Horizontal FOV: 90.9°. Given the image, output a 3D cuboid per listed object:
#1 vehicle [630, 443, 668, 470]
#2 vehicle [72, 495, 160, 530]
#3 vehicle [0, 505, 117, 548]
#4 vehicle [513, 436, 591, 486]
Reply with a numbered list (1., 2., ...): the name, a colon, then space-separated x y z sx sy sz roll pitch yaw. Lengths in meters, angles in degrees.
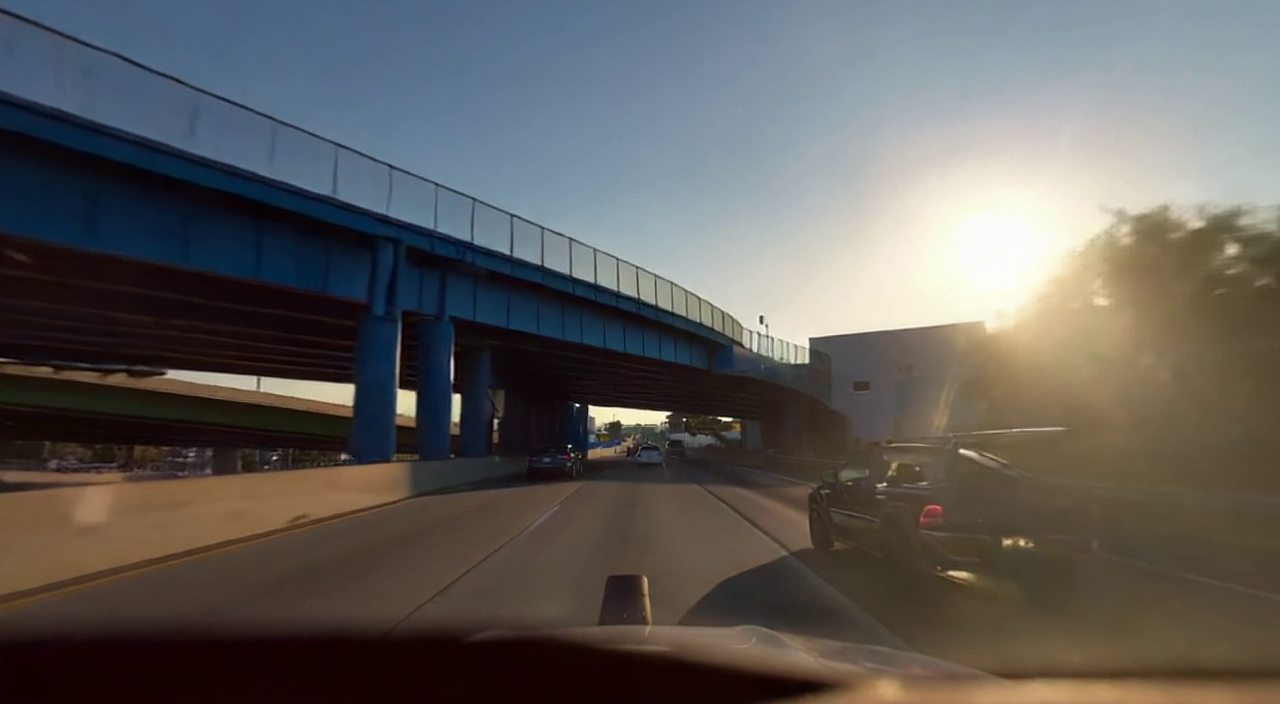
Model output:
1. vehicle: 0.450 5.581 33.904 1.877 1.386 3.872 0 -8 0
2. vehicle: -32.057 9.831 38.744 2.057 1.665 3.981 0 -8 -2
3. vehicle: -27.914 8.335 30.326 2.065 1.542 3.937 0 -9 1
4. vehicle: -3.008 3.826 22.521 2.064 1.589 4.213 0 -8 1
